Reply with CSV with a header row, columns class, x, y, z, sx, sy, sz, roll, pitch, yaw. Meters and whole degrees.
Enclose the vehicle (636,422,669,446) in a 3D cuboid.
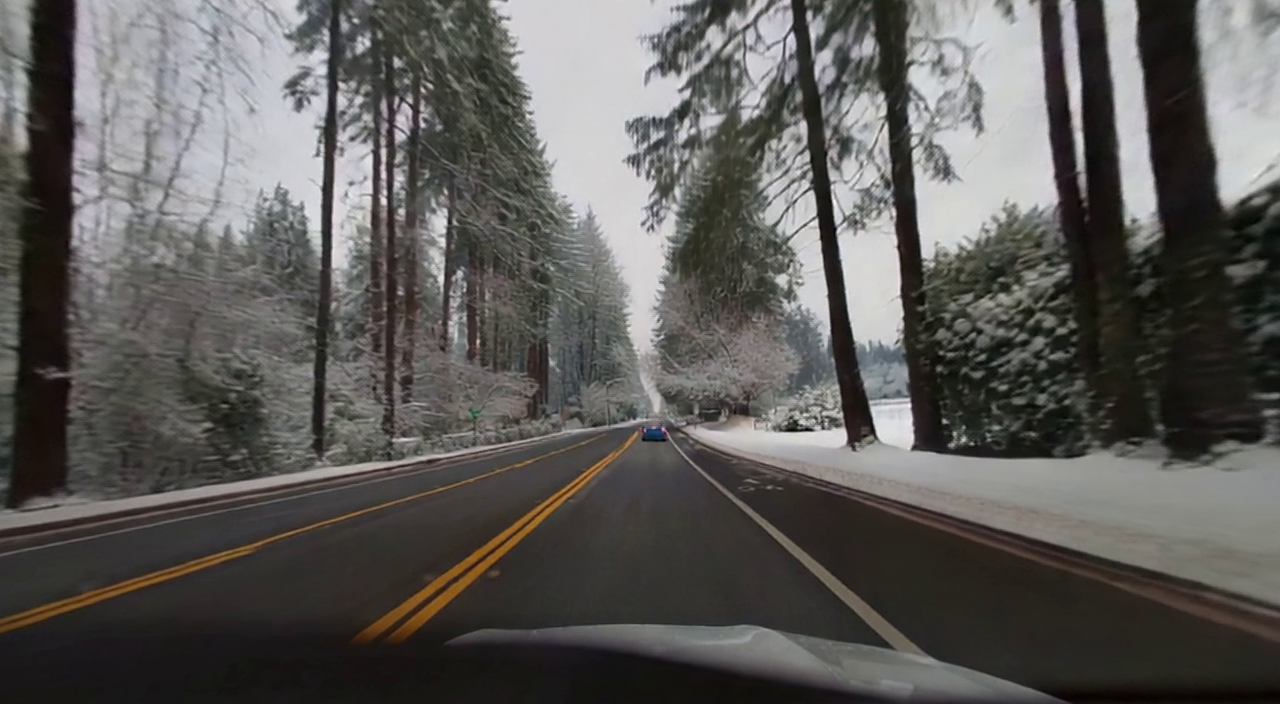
class,x,y,z,sx,sy,sz,roll,pitch,yaw
vehicle,0.851,5.455,42.070,2.067,1.486,3.861,-1,-8,1
